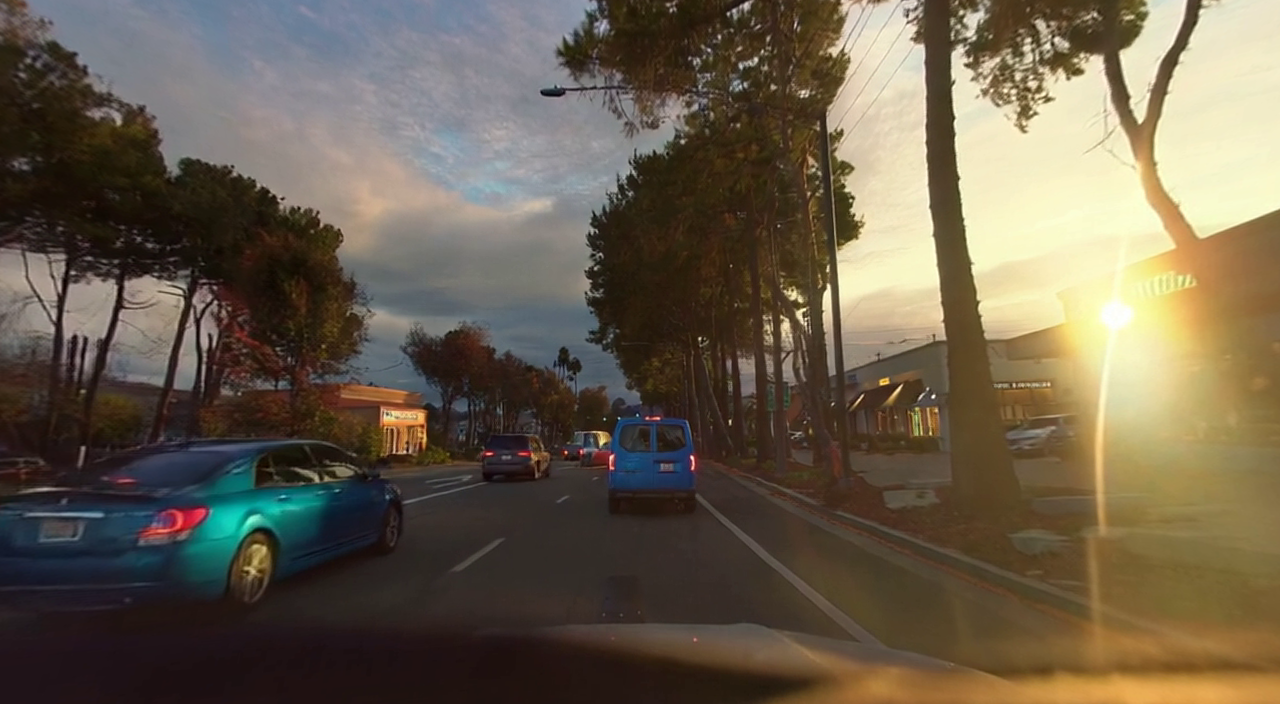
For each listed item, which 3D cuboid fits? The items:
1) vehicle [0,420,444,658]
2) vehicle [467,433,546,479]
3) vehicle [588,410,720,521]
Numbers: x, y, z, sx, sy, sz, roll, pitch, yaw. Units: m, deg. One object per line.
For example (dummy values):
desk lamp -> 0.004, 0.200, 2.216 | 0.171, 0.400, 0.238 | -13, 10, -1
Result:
vehicle -> -3.901, 1.530, 6.445 | 1.991, 1.459, 4.813 | -1, -9, 4
vehicle -> -5.313, 4.211, 25.838 | 2.116, 1.714, 4.757 | 0, -8, 1
vehicle -> 0.300, 2.198, 12.649 | 2.173, 1.830, 4.189 | 0, -9, 2
